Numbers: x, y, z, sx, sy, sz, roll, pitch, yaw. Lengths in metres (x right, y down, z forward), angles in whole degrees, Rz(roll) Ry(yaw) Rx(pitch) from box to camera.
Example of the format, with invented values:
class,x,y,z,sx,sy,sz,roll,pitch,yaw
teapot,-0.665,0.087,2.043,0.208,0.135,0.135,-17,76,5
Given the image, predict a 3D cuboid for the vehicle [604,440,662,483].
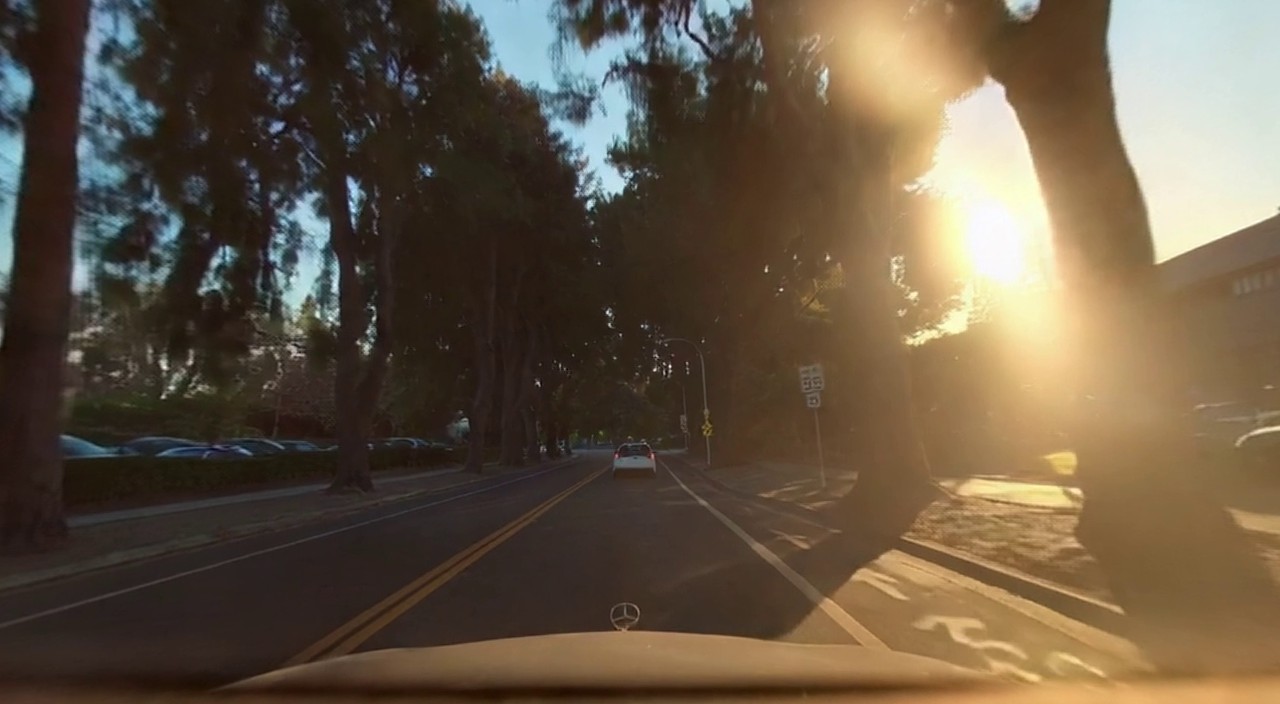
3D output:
class,x,y,z,sx,sy,sz,roll,pitch,yaw
vehicle,-0.289,4.453,26.026,2.152,1.574,4.223,-1,-8,-1
